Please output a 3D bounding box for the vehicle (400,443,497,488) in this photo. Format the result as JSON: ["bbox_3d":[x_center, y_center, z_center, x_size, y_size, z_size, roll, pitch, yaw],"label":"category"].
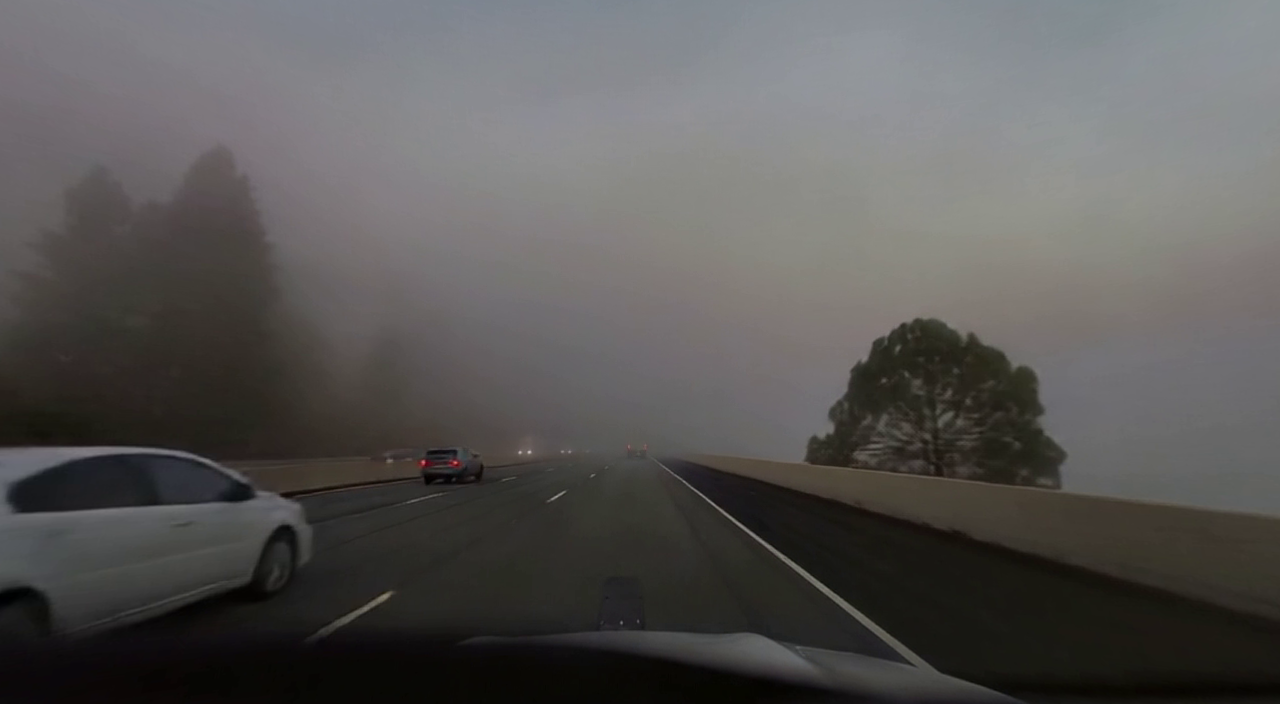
[{"bbox_3d":[-7.425,4.462,25.083,2.179,1.577,5.070,0,-9,1],"label":"vehicle"}]

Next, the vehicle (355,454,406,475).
[{"bbox_3d":[-19.245,8.372,46.978,1.892,1.447,4.377,0,-9,1],"label":"vehicle"}]

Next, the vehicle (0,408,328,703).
[{"bbox_3d":[-3.873,1.190,3.937,1.893,1.521,3.742,0,-9,0],"label":"vehicle"}]
